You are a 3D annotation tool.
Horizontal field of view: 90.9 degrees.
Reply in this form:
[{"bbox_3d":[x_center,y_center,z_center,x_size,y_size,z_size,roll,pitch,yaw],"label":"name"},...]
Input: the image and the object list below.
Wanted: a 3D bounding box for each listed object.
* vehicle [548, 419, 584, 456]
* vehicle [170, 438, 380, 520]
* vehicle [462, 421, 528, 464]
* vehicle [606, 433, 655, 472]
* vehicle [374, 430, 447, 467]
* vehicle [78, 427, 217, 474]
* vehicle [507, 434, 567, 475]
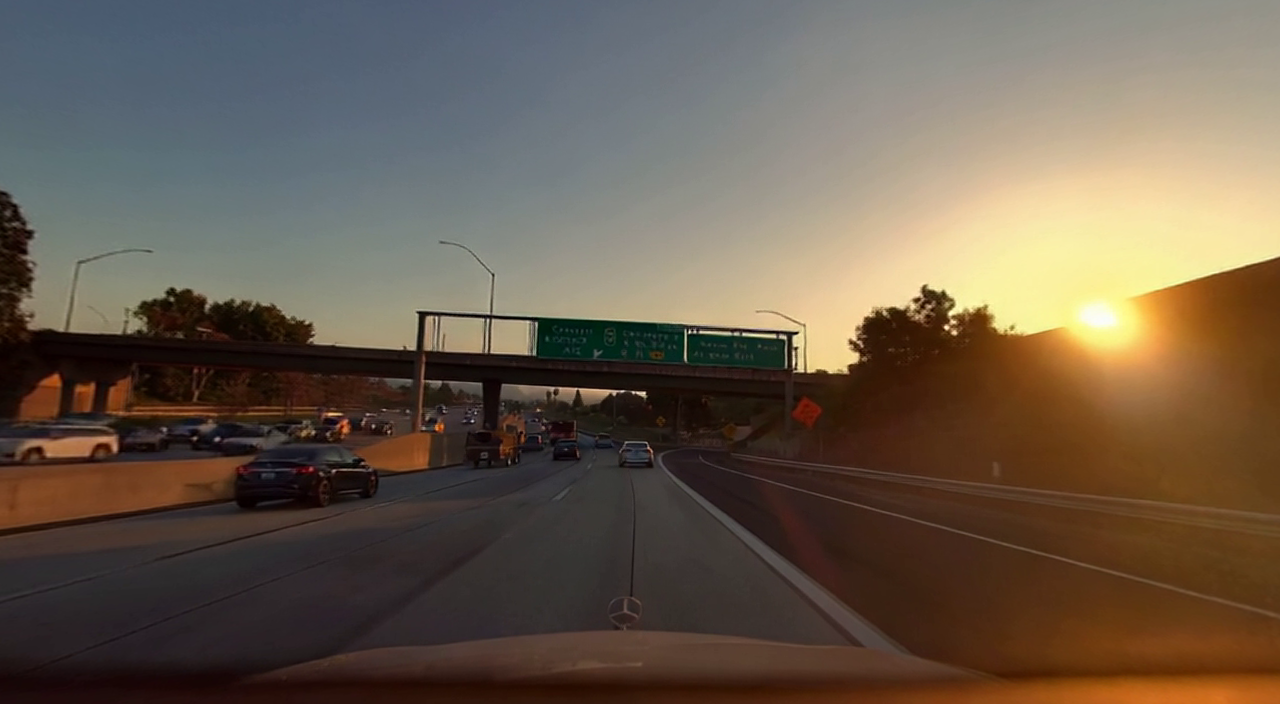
[{"bbox_3d":[-5.666,6.624,48.693,2.279,2.672,5.256,0,-8,-2],"label":"vehicle"},{"bbox_3d":[-7.517,2.618,13.628,1.896,1.465,4.399,0,-8,0],"label":"vehicle"},{"bbox_3d":[-8.594,5.456,38.016,2.773,2.402,6.232,0,-8,-3],"label":"vehicle"},{"bbox_3d":[-0.498,4.639,29.321,2.092,1.671,3.772,0,-8,-2],"label":"vehicle"},{"bbox_3d":[-12.059,5.104,33.516,2.079,1.807,5.187,0,-8,-2],"label":"vehicle"},{"bbox_3d":[-19.884,4.004,25.808,2.023,1.697,4.723,0,-8,-3],"label":"vehicle"},{"bbox_3d":[-4.354,4.402,27.335,2.005,1.631,4.295,0,-8,-1],"label":"vehicle"}]
